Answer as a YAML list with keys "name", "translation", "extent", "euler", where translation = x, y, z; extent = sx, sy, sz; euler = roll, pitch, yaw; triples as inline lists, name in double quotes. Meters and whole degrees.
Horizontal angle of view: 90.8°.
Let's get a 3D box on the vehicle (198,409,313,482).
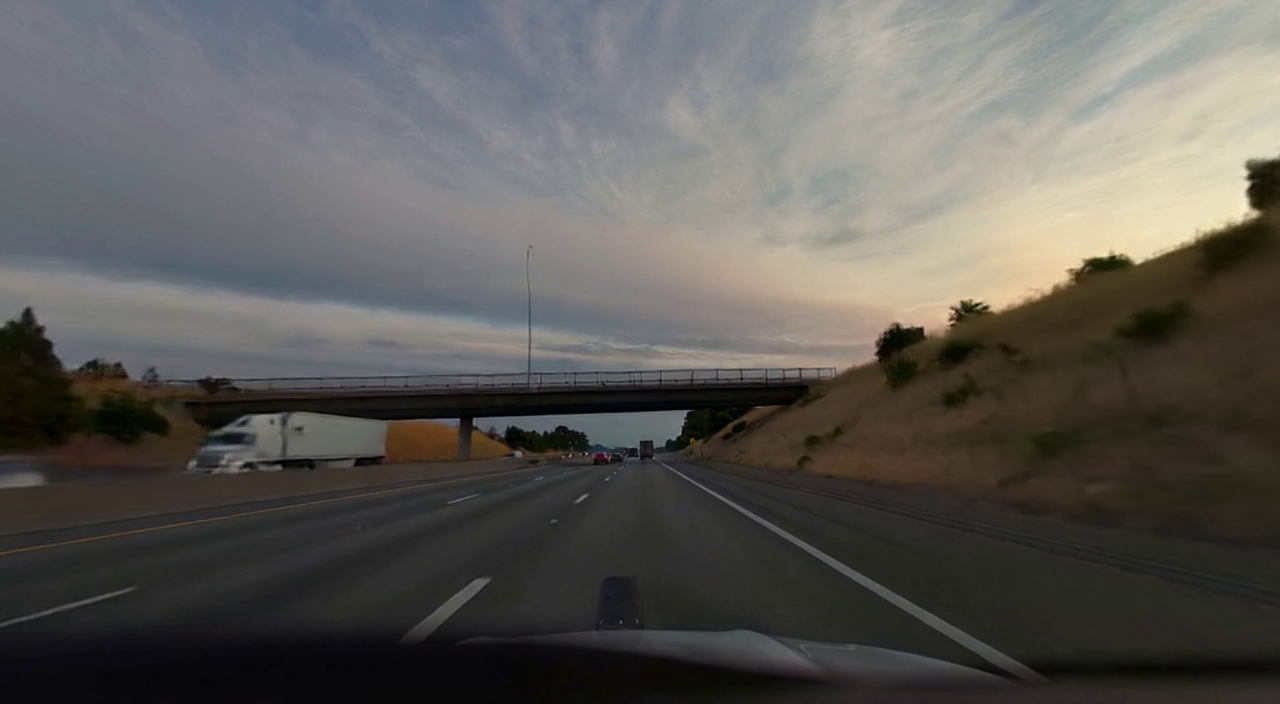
- name: "vehicle"
  translation: [-22.775, 5.611, 37.783]
  extent: [3.002, 3.979, 5.833]
  euler: [0, -9, 0]
